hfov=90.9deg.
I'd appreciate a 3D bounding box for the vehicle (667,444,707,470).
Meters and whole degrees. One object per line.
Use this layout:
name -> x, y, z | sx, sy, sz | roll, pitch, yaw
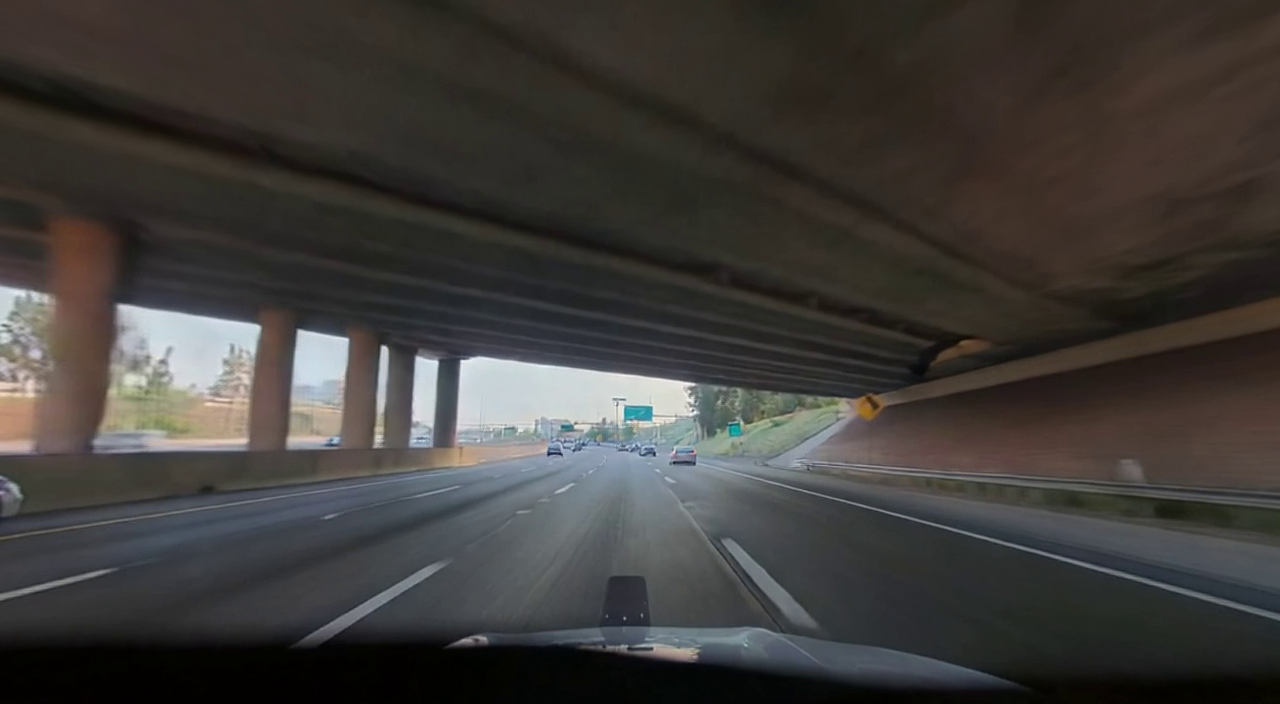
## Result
vehicle -> 2.855, 6.487, 39.370 | 2.059, 1.509, 4.670 | 0, -8, -1
